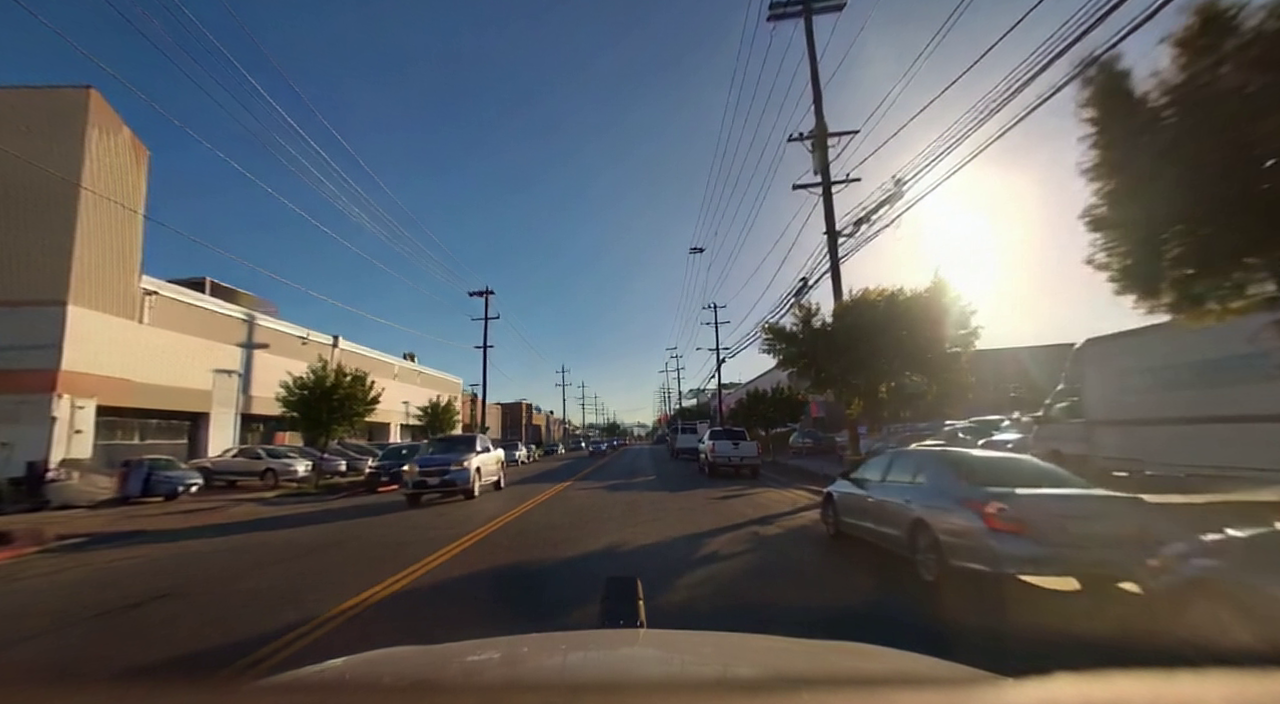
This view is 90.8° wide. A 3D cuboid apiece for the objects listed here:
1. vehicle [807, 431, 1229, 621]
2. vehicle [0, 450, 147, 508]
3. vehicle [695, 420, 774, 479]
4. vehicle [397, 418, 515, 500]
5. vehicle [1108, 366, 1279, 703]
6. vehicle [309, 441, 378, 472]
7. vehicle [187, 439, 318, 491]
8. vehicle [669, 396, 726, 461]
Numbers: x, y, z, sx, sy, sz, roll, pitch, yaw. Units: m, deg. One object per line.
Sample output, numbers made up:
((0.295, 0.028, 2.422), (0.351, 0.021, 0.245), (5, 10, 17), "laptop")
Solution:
((3.589, 1.720, 7.375), (1.974, 1.455, 4.776), (0, -9, 0), "vehicle")
((-17.350, 3.711, 18.550), (4.136, 1.510, 1.842), (-1, -9, -1), "vehicle")
((3.555, 3.856, 25.093), (2.249, 2.026, 6.211), (0, -9, 1), "vehicle")
((-5.106, 3.055, 18.351), (2.254, 1.963, 4.823), (-2, -8, -4), "vehicle")
((3.607, 0.652, 0.993), (1.911, 1.654, 5.061), (0, -9, 1), "vehicle")
((-17.259, 6.112, 37.055), (1.929, 1.702, 4.121), (0, -9, 2), "vehicle")
((-14.285, 4.164, 23.668), (2.016, 1.721, 4.410), (0, -9, 1), "vehicle")
((3.530, 5.084, 40.969), (2.874, 3.757, 8.612), (0, -9, 0), "vehicle")
